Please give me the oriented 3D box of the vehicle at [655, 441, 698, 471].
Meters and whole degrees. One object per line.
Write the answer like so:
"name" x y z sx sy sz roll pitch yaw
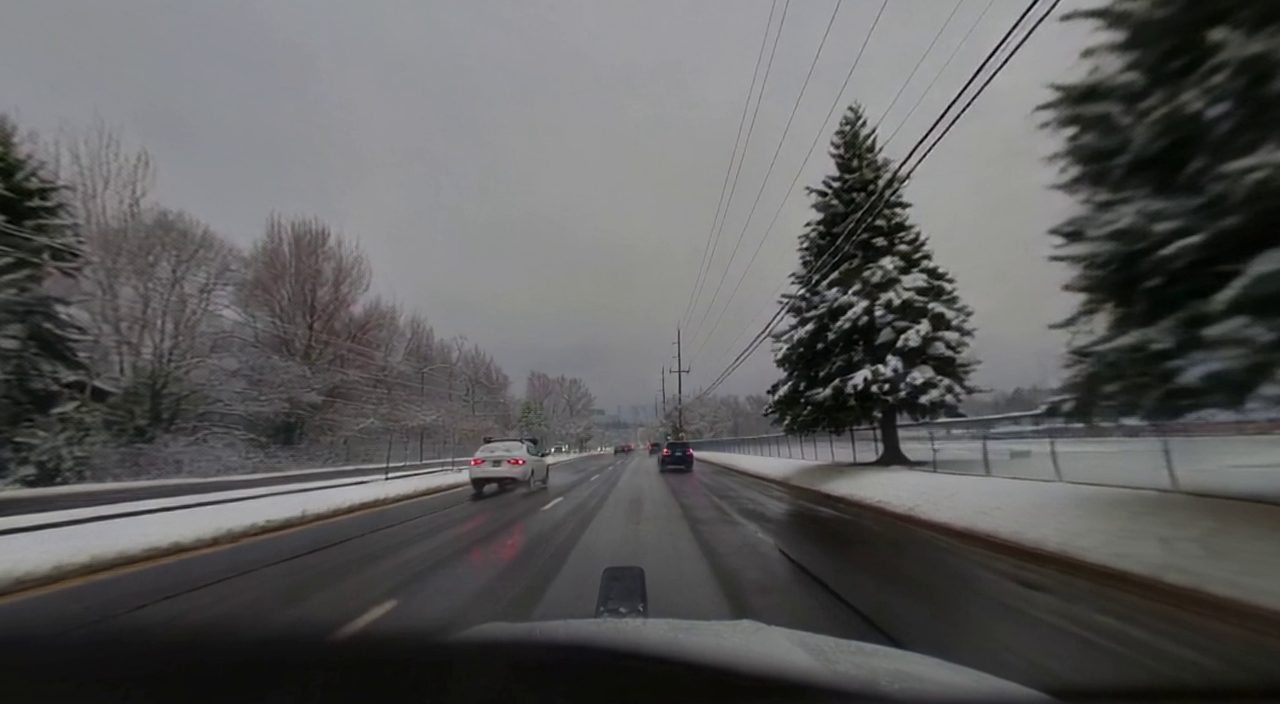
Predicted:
"vehicle" 1.886 5.525 33.580 2.059 1.486 3.980 0 -8 0

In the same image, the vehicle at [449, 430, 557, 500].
"vehicle" -3.645 3.074 17.548 1.950 1.692 4.397 -1 -8 1
